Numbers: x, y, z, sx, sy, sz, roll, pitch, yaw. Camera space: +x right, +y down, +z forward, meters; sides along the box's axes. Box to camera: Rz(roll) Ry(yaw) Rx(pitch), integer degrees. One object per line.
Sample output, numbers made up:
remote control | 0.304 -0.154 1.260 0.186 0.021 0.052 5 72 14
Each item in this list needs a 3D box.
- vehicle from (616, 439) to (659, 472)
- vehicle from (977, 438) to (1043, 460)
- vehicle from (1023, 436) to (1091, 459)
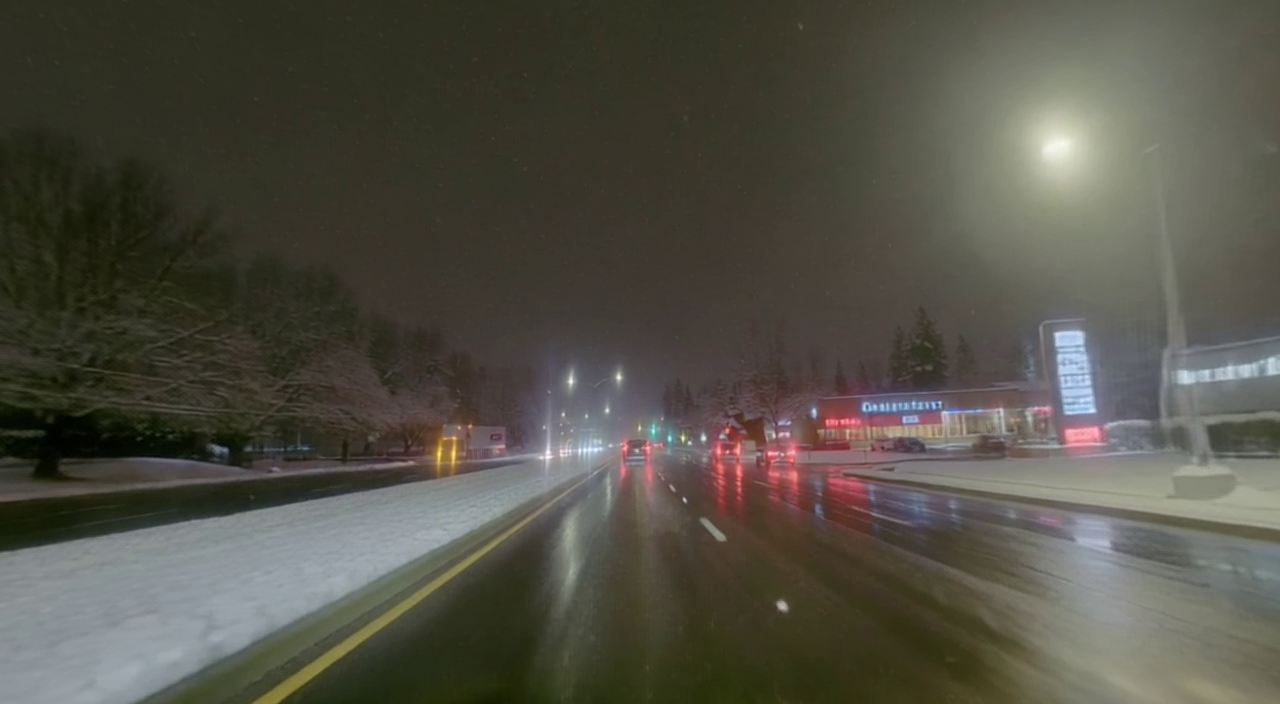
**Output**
vehicle | -0.186 5.408 33.234 2.072 1.545 4.578 0 -8 -1
vehicle | 26.636 6.972 45.655 1.840 1.446 4.820 -1 -8 0
vehicle | 29.413 6.788 44.728 1.805 1.481 4.351 -1 -9 -1
